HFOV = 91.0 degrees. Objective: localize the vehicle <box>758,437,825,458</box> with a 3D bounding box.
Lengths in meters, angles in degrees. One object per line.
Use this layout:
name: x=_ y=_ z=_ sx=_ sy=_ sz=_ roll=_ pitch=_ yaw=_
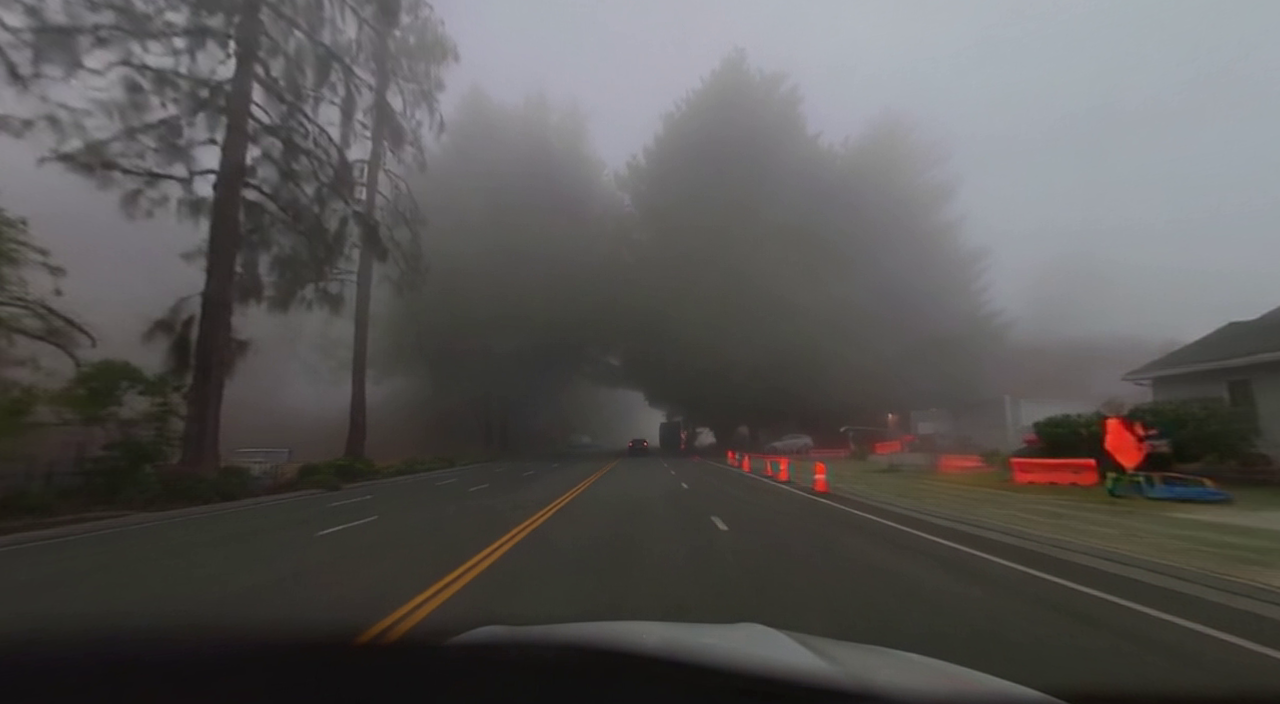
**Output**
vehicle: x=10.964 y=6.963 z=45.874 sx=4.463 sy=1.466 sz=1.813 roll=-1 pitch=-9 yaw=5
